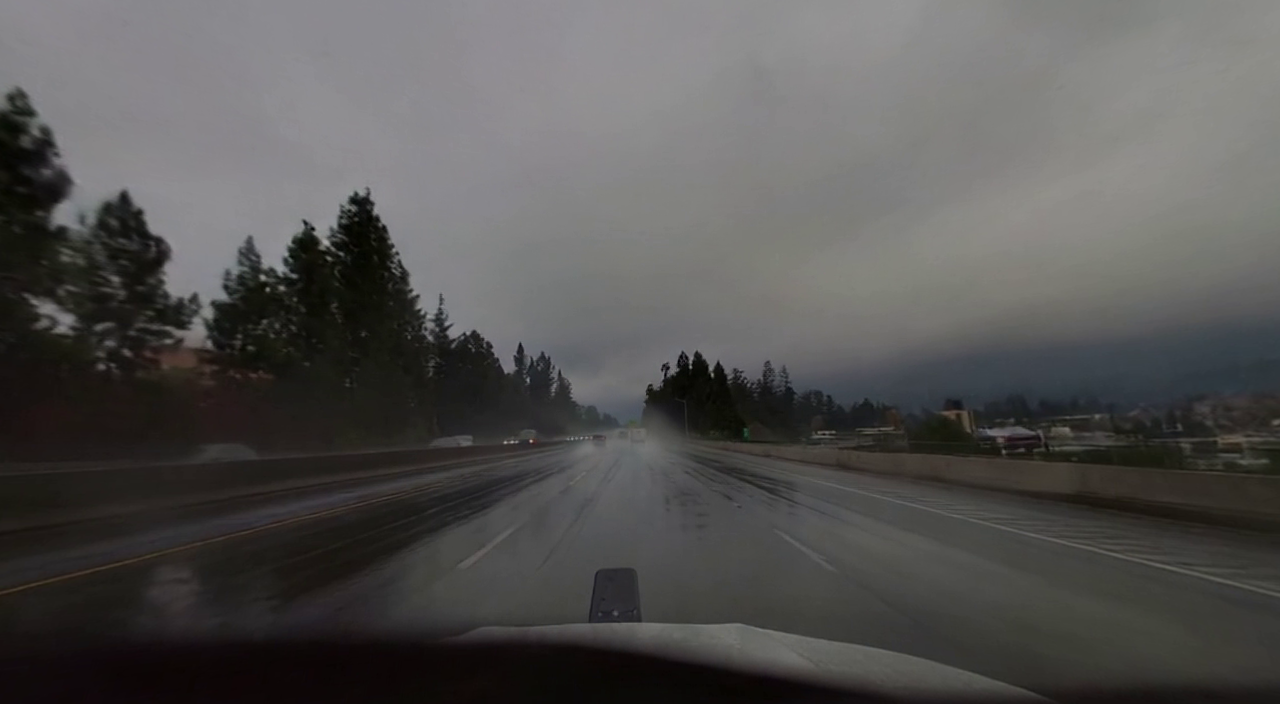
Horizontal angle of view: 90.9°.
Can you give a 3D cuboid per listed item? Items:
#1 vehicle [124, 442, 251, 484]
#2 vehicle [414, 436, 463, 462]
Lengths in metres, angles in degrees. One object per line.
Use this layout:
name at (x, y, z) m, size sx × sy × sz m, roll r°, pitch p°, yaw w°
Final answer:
vehicle at (-17.573, 4.288, 24.755) m, size 1.826 × 1.498 × 4.295 m, roll 0°, pitch -8°, yaw 0°
vehicle at (-13.051, 6.287, 40.983) m, size 1.859 × 1.582 × 4.220 m, roll 0°, pitch -8°, yaw -1°
